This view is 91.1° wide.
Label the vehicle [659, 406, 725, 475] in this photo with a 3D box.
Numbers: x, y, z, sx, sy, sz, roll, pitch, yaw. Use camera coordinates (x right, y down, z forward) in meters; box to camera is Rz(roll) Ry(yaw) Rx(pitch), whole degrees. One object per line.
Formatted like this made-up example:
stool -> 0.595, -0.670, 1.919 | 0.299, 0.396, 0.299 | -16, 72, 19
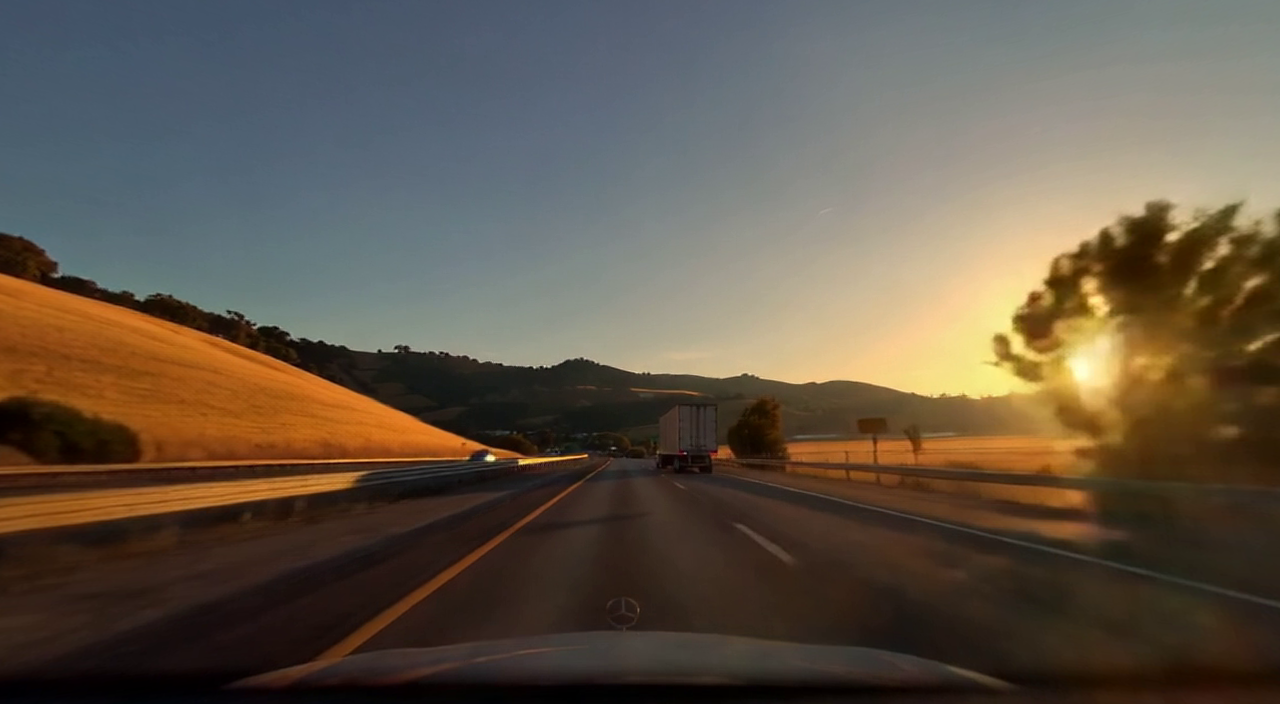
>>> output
vehicle -> 3.262, 6.242, 43.772 | 2.938, 4.076, 13.362 | 0, -9, -2
